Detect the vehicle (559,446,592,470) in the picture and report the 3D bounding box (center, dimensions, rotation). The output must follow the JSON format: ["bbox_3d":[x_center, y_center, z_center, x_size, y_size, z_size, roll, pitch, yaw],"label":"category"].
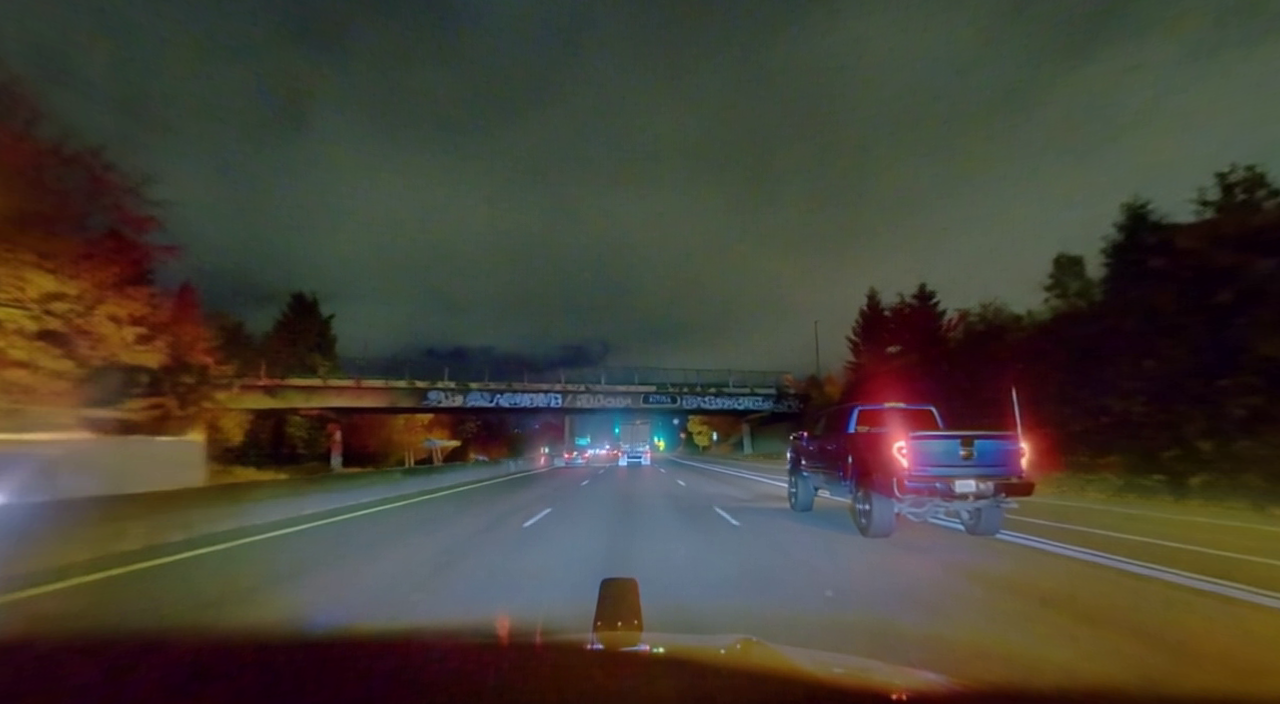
[{"bbox_3d":[-4.359,7.210,42.683,1.892,1.529,3.996,0,-9,-1],"label":"vehicle"}]

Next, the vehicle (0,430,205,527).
[{"bbox_3d":[-17.592,3.793,19.581,2.564,2.452,7.489,0,-9,0],"label":"vehicle"}]
